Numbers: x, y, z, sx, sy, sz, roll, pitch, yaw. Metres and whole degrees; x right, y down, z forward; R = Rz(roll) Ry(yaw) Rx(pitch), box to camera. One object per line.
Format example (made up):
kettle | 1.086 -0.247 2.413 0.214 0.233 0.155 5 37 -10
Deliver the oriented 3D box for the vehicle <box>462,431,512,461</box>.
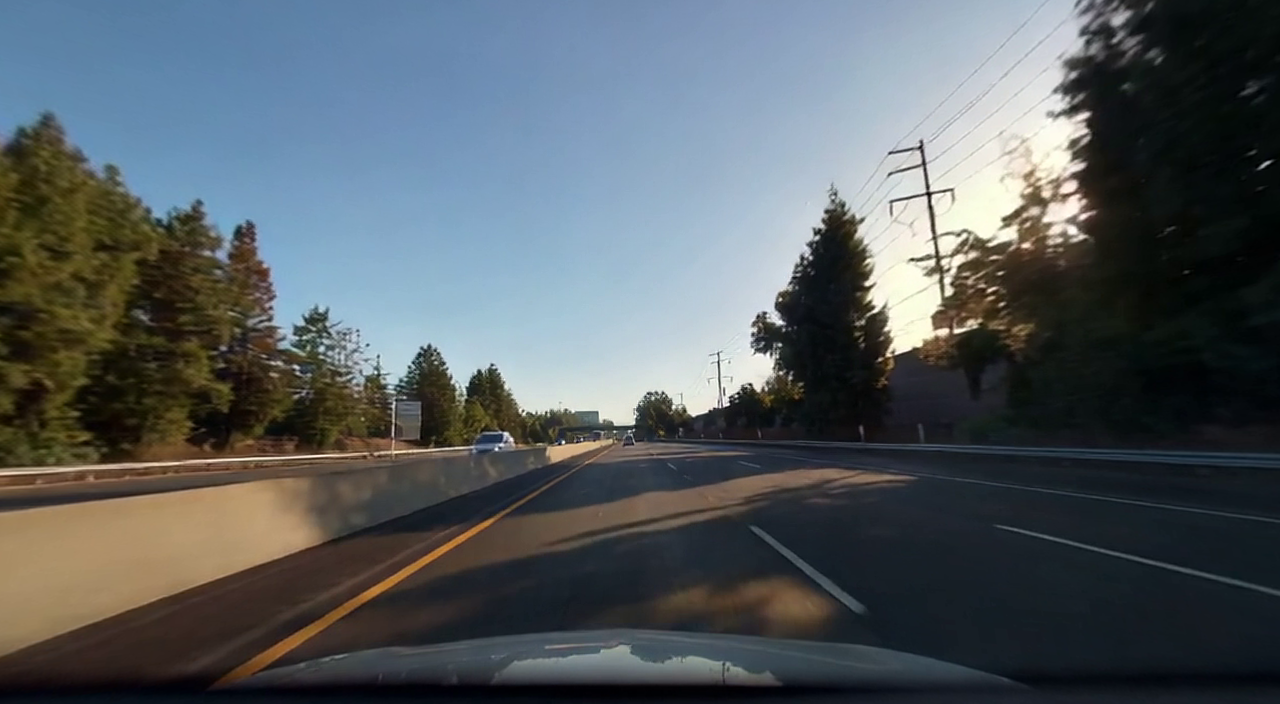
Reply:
vehicle | -9.889 6.082 41.042 2.174 1.820 4.527 0 -8 -1
